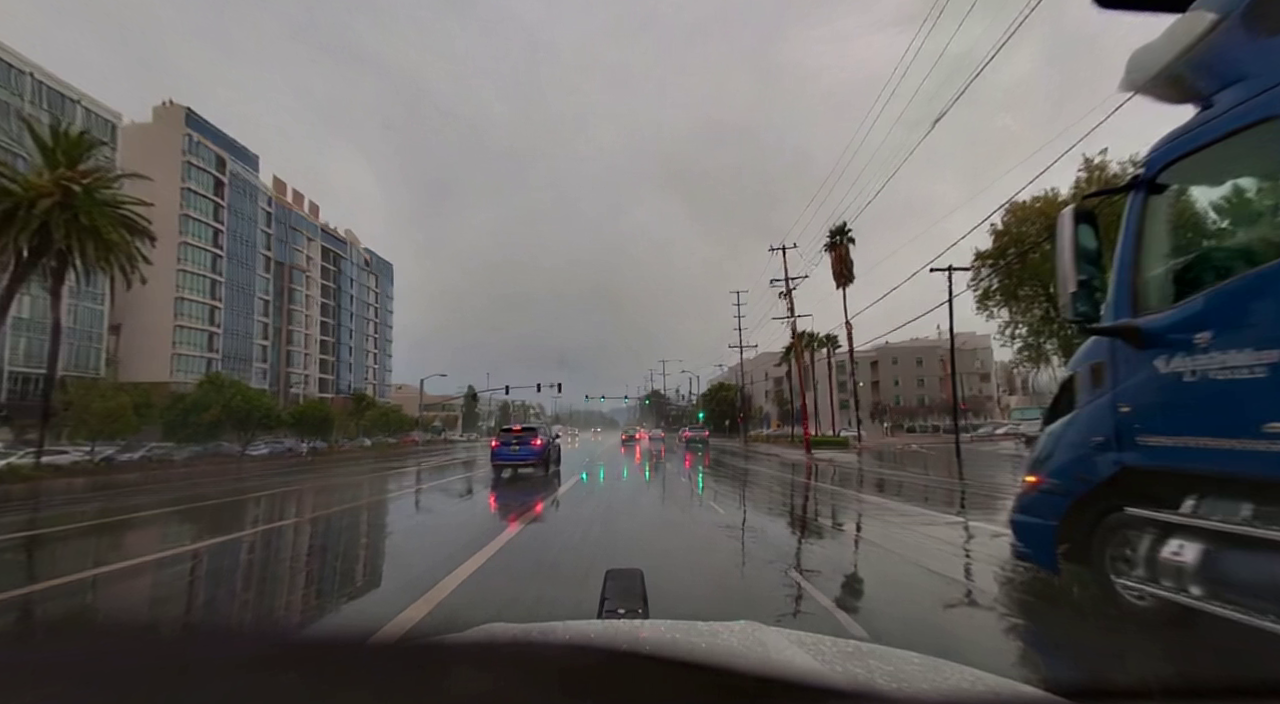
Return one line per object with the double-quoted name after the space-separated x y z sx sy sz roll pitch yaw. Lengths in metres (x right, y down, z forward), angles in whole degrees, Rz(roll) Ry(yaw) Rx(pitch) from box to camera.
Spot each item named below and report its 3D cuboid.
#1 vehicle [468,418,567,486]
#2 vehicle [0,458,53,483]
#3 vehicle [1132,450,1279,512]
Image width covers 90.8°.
-3.530 2.997 19.100 2.136 1.779 4.417 0 -9 0 "vehicle"
-40.757 7.656 41.060 1.768 1.455 4.568 2 -9 -15 "vehicle"
17.198 3.683 18.580 1.881 1.556 4.215 0 -9 -3 "vehicle"
